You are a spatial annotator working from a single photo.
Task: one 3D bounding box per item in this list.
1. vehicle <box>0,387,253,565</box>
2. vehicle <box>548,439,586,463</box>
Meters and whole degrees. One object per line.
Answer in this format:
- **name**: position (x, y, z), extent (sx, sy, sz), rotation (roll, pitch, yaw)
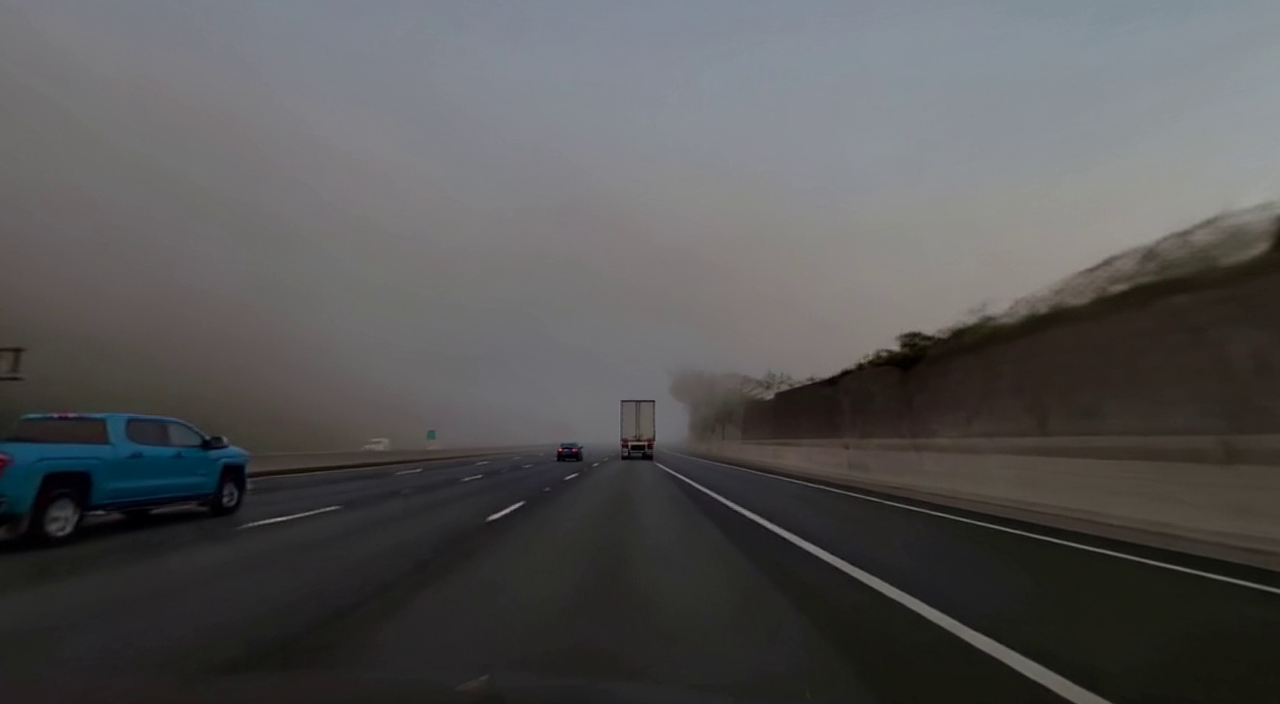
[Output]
- **vehicle**: position (-7.727, 1.519, 8.087), extent (2.113, 1.837, 5.339), rotation (0, -8, 0)
- **vehicle**: position (-4.733, 6.497, 41.556), extent (1.983, 1.508, 4.060), rotation (0, -8, 0)
